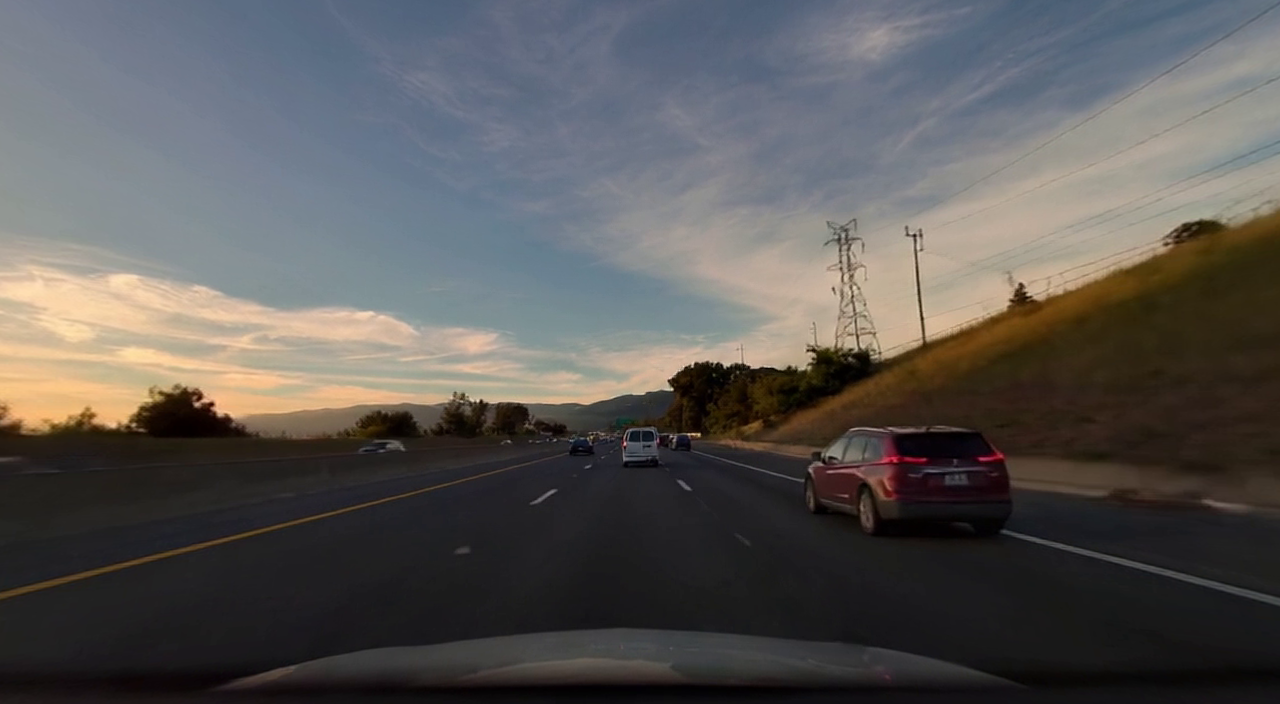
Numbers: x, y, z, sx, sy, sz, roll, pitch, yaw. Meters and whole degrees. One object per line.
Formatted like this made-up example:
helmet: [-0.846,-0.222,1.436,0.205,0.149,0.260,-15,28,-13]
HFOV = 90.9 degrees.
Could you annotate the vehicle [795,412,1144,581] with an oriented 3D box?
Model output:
vehicle: [3.663,1.657,8.277,1.923,1.562,4.691,0,-8,-2]

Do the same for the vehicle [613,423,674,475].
vehicle: [0.089,3.730,24.498,2.159,1.811,4.238,0,-8,-1]

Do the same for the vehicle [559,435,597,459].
vehicle: [-4.100,6.301,42.219,2.093,1.517,4.648,0,-8,0]

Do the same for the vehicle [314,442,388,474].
vehicle: [-16.404,5.990,36.030,2.024,1.638,4.554,0,-8,0]
